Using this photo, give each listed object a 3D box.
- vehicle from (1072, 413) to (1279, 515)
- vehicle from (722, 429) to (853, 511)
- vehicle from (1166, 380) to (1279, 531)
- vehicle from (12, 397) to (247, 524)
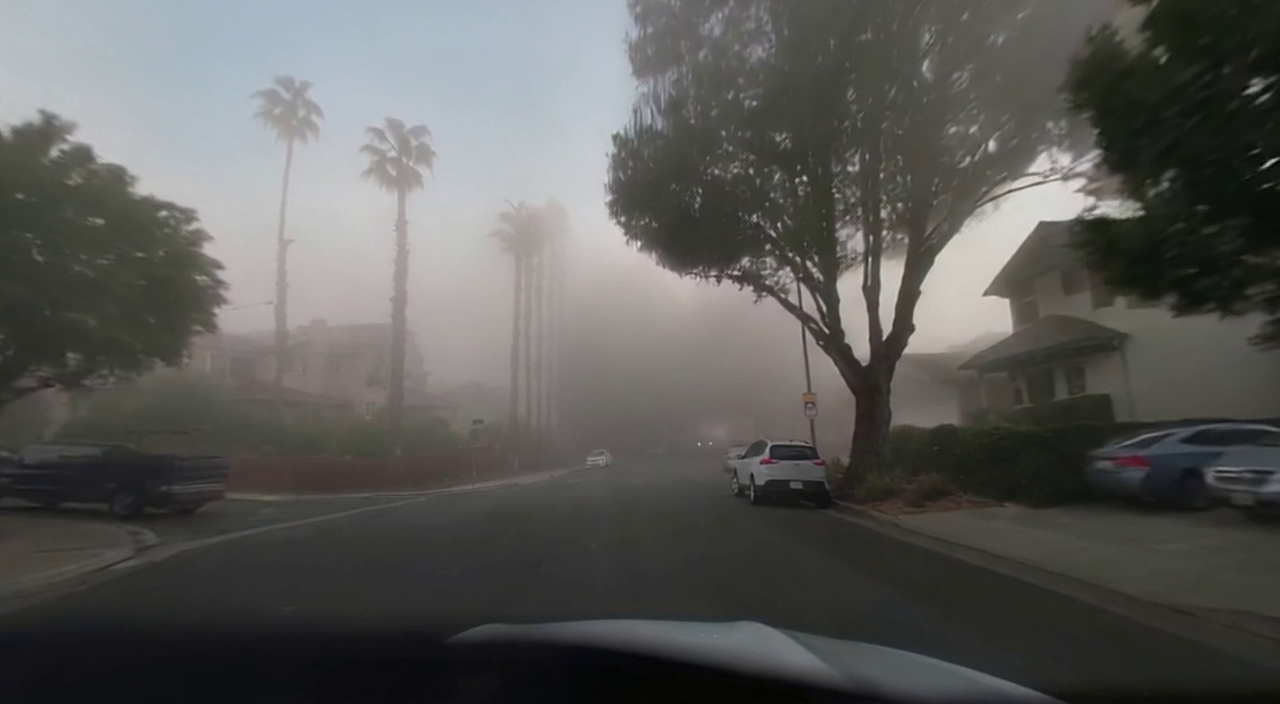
[{"bbox_3d":[9.968,1.796,10.378,4.220,1.492,1.924,-1,-8,1],"label":"vehicle"},{"bbox_3d":[3.636,2.993,16.622,2.197,1.816,4.845,0,-8,-1],"label":"vehicle"},{"bbox_3d":[9.815,1.223,7.768,4.478,1.705,2.050,-3,-16,3],"label":"vehicle"},{"bbox_3d":[-13.320,2.720,16.280,6.773,2.680,2.459,-6,-9,32],"label":"vehicle"}]
